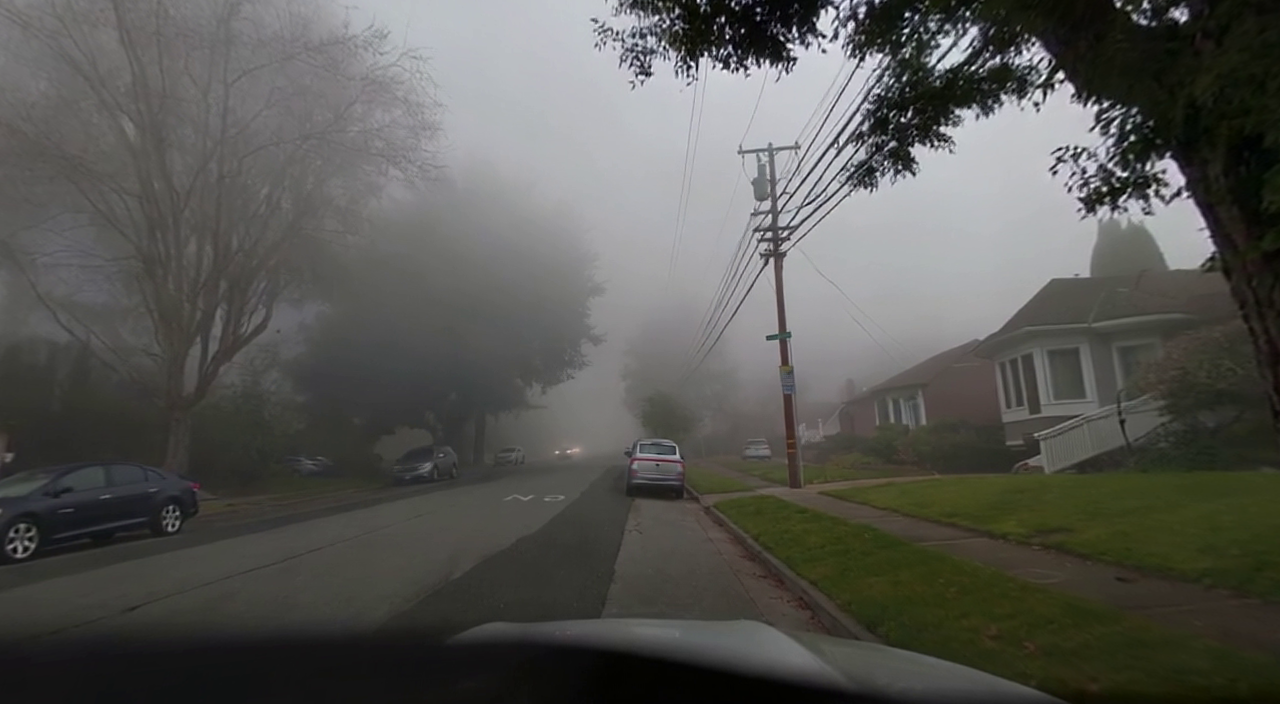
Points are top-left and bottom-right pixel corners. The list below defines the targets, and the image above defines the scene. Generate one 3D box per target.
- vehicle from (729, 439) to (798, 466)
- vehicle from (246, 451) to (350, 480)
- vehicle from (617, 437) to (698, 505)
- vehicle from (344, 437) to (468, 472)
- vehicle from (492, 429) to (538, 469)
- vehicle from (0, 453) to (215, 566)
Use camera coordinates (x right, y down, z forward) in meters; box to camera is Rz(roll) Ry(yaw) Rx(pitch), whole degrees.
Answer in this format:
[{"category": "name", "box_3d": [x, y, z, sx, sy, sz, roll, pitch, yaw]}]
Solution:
[{"category": "vehicle", "box_3d": [7.870, 6.466, 40.542, 4.075, 1.674, 1.811, 0, -8, 0]}, {"category": "vehicle", "box_3d": [-18.199, 6.047, 33.780, 4.481, 1.420, 1.712, 1, -9, -3]}, {"category": "vehicle", "box_3d": [0.464, 3.032, 16.446, 1.908, 1.572, 3.105, 0, -8, 2]}, {"category": "vehicle", "box_3d": [-13.930, 6.158, 37.890, 6.488, 2.009, 2.354, 0, -9, 0]}, {"category": "vehicle", "box_3d": [-9.441, 7.406, 48.397, 2.199, 2.902, 5.848, 0, -8, 1]}, {"category": "vehicle", "box_3d": [-9.492, 2.399, 10.228, 1.968, 1.449, 4.502, 0, -8, 2]}]
